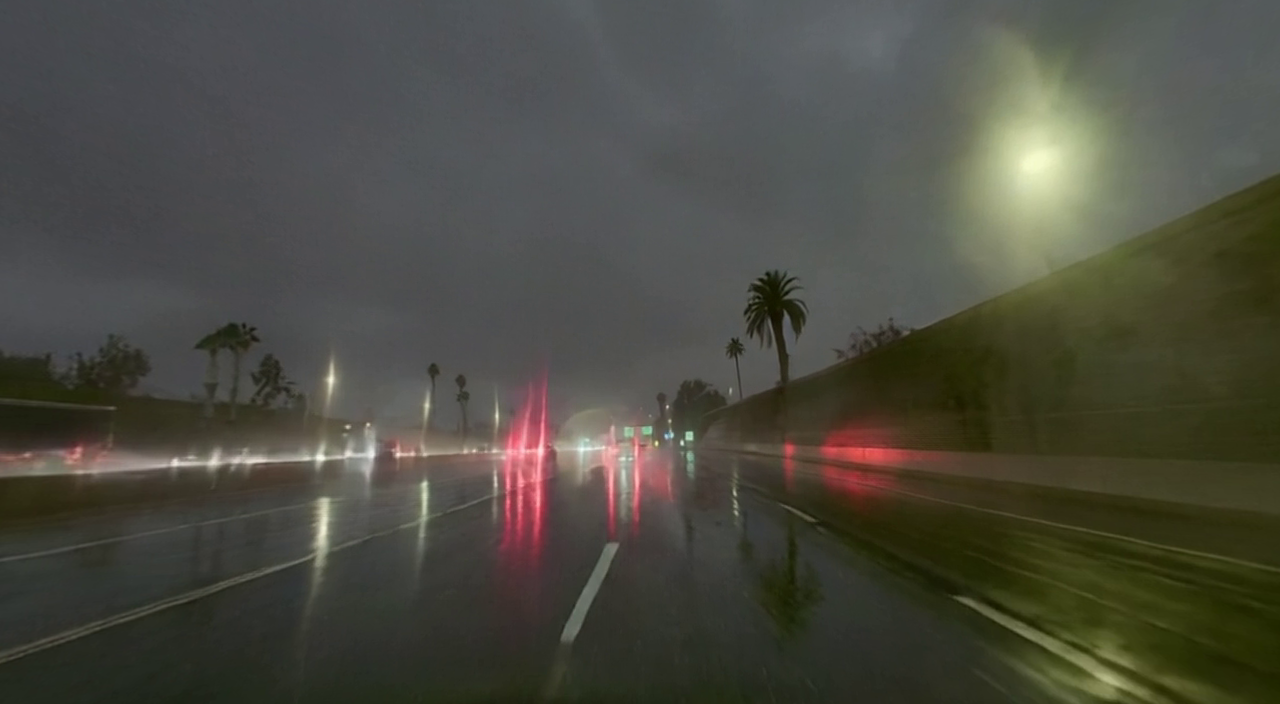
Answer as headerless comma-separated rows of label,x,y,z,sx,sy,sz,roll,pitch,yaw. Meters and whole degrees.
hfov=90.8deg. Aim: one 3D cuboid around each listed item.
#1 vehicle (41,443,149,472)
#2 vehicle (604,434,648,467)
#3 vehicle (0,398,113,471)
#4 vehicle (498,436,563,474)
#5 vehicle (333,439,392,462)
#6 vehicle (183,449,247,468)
vehicle,-30.936,5.969,36.081,1.853,1.506,4.596,-1,-8,4
vehicle,-0.694,5.334,34.295,2.201,1.672,4.128,0,-8,2
vehicle,-35.028,4.650,35.286,2.812,3.781,9.113,-1,-8,3
vehicle,-5.237,5.001,30.812,2.204,1.677,4.438,-1,-8,3
vehicle,-18.259,6.494,41.708,1.858,1.476,4.084,-1,-9,3
vehicle,-33.488,8.394,49.907,1.835,1.425,4.331,-1,-9,3
